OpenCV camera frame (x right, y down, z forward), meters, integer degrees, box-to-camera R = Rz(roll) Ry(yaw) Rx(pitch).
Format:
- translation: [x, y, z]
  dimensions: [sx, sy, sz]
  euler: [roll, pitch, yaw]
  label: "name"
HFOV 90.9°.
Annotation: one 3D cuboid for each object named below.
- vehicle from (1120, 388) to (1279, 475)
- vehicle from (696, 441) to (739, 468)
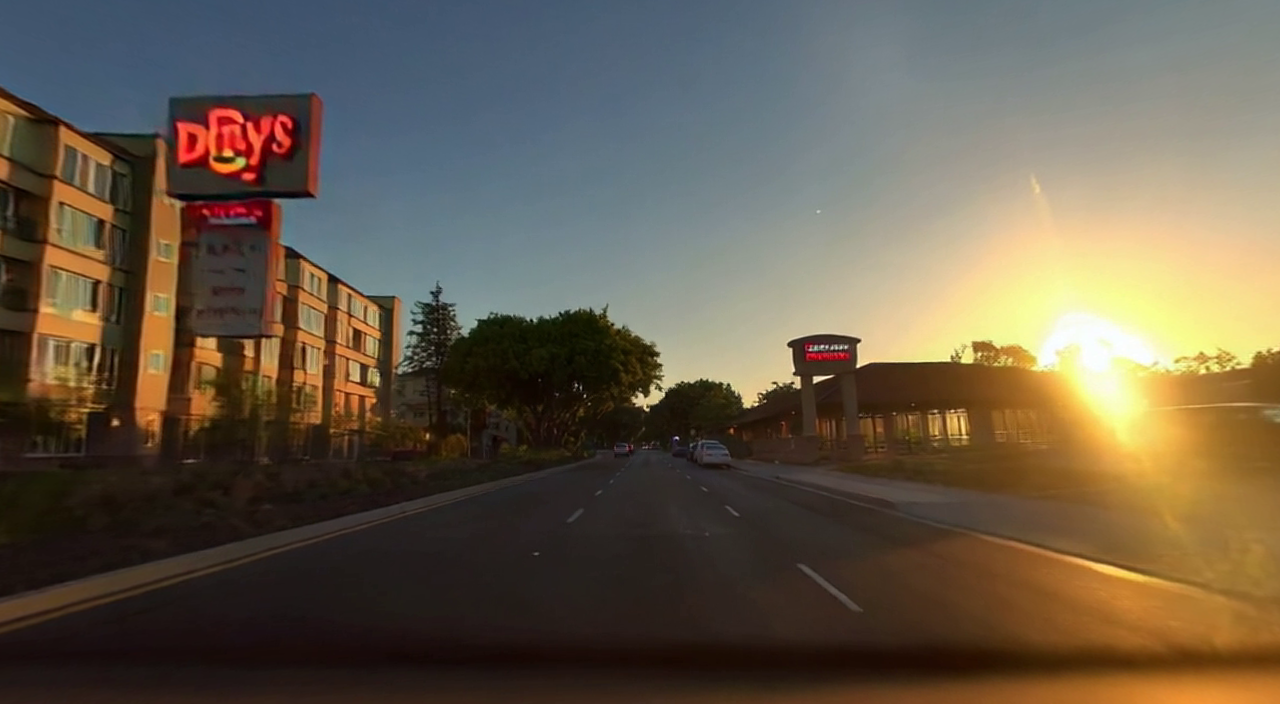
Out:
- translation: [14.850, 2.011, 15.606]
  dimensions: [2.202, 1.822, 4.978]
  euler: [-1, -8, 4]
  label: "vehicle"
- translation: [4.740, 6.362, 39.313]
  dimensions: [2.085, 1.509, 5.134]
  euler: [0, -8, 1]
  label: "vehicle"
